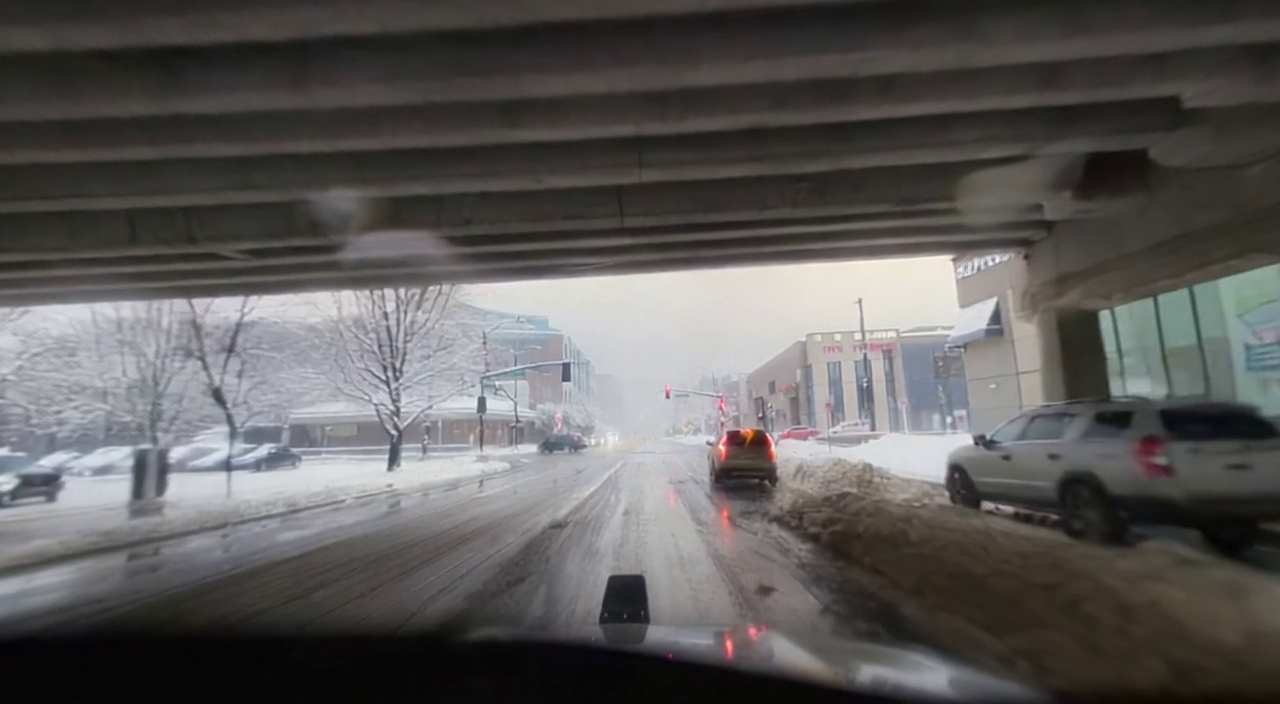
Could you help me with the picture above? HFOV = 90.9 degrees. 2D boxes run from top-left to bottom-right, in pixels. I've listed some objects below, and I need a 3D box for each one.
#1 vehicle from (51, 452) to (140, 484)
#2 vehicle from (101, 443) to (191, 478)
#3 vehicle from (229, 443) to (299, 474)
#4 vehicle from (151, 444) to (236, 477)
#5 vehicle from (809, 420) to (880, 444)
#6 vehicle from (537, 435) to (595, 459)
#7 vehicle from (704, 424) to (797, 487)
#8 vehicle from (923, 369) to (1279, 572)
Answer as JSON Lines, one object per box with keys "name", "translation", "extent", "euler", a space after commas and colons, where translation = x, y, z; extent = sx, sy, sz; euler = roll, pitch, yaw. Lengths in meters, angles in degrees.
{"name": "vehicle", "translation": [-32.850, 6.970, 38.183], "extent": [1.735, 1.721, 3.993], "euler": [0, -8, 1]}
{"name": "vehicle", "translation": [-29.804, 6.529, 38.241], "extent": [1.811, 1.942, 4.376], "euler": [0, -8, 1]}
{"name": "vehicle", "translation": [-22.675, 6.413, 38.231], "extent": [1.757, 1.699, 3.854], "euler": [0, -8, 2]}
{"name": "vehicle", "translation": [-27.040, 6.534, 38.400], "extent": [1.807, 1.795, 4.566], "euler": [0, -8, 1]}
{"name": "vehicle", "translation": [15.259, 5.988, 47.252], "extent": [4.611, 1.778, 1.939], "euler": [0, -8, 1]}
{"name": "vehicle", "translation": [-5.180, 6.599, 43.908], "extent": [2.099, 1.562, 4.037], "euler": [7, -10, -41]}
{"name": "vehicle", "translation": [3.011, 2.903, 18.038], "extent": [1.947, 1.576, 3.825], "euler": [0, -8, 0]}
{"name": "vehicle", "translation": [6.855, 1.619, 9.560], "extent": [2.433, 2.116, 5.789], "euler": [0, -8, 0]}
